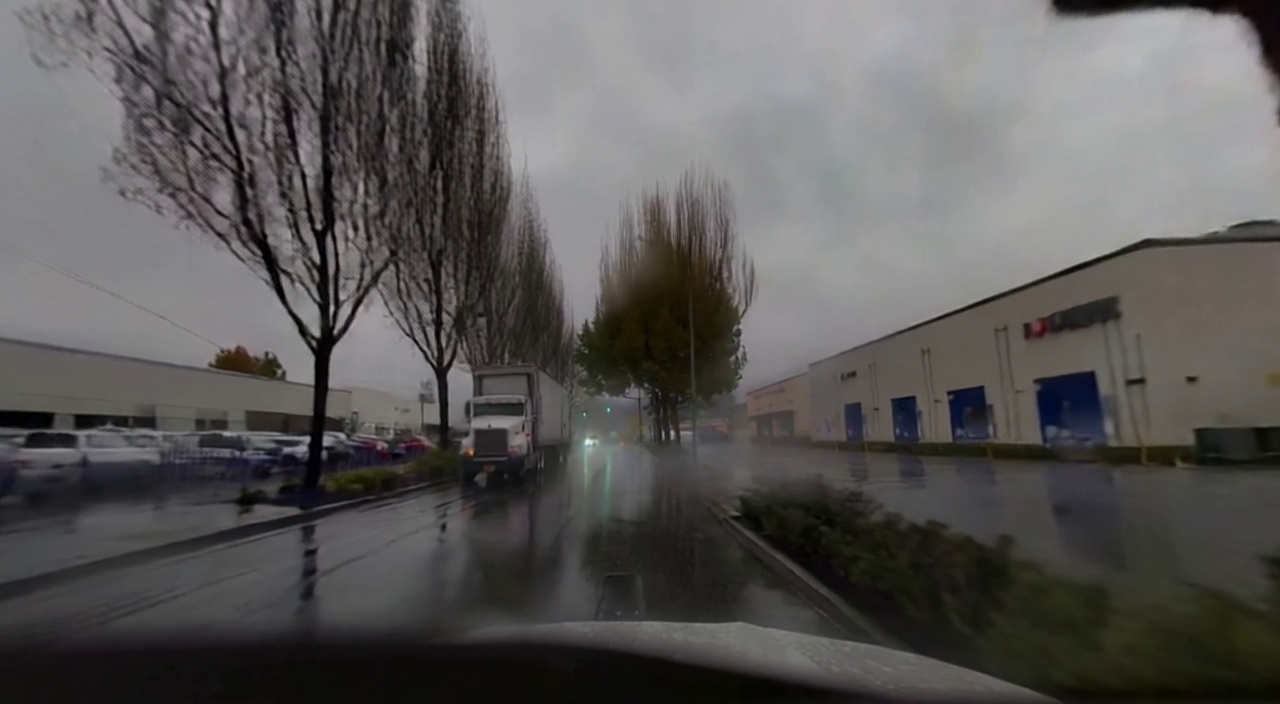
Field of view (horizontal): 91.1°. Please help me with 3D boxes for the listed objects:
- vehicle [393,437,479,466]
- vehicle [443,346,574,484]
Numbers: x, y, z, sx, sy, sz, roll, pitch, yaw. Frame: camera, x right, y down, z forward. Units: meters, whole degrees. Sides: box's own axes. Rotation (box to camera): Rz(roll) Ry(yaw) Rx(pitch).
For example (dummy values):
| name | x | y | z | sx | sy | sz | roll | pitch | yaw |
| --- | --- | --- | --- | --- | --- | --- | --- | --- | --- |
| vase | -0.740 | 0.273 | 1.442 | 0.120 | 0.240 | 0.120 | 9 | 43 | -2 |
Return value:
| name | x | y | z | sx | sy | sz | roll | pitch | yaw |
| --- | --- | --- | --- | --- | --- | --- | --- | --- | --- |
| vehicle | -10.613 | 5.202 | 32.892 | 3.893 | 1.413 | 1.625 | 0 | -9 | -1 |
| vehicle | -5.325 | 3.064 | 29.263 | 2.976 | 4.754 | 15.127 | 0 | -7 | 0 |
